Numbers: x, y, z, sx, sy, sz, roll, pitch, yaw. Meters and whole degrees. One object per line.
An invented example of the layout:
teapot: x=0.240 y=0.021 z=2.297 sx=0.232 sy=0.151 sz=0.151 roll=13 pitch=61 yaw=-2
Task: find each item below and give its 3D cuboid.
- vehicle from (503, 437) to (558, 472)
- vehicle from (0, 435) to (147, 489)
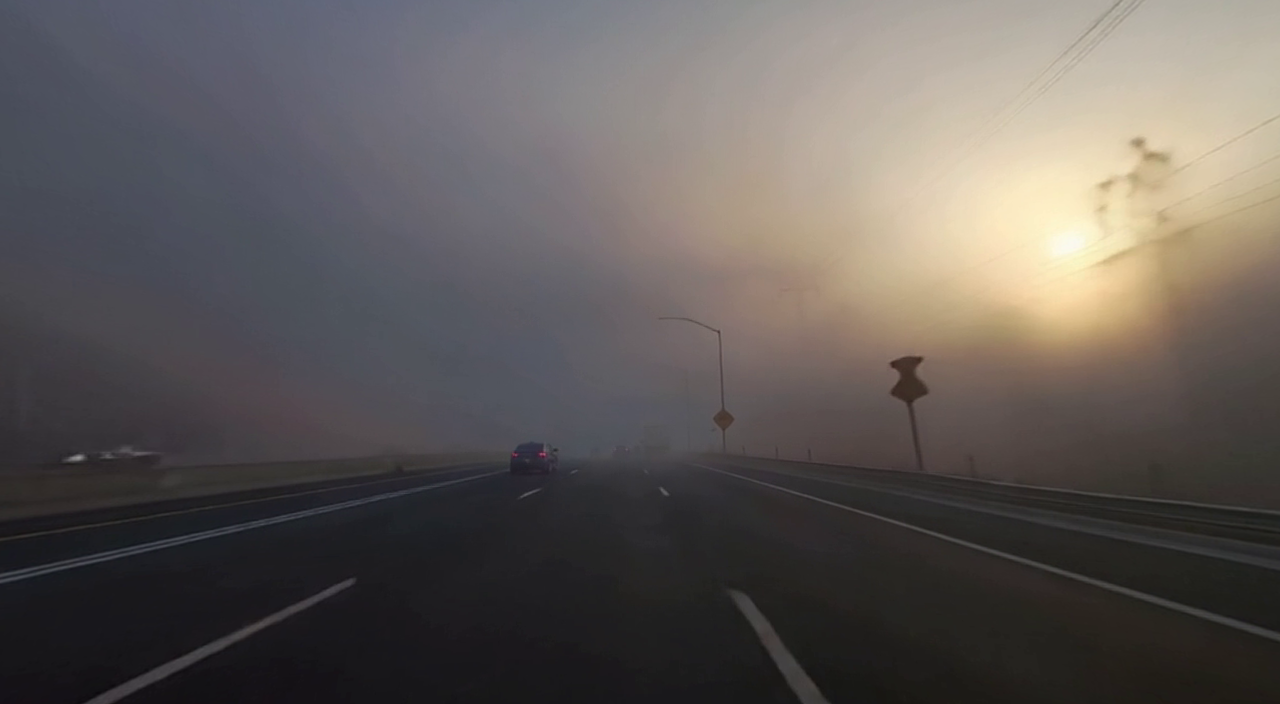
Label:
vehicle: x=-5.486 y=5.207 z=32.169 sx=2.064 sy=1.642 sz=4.389 roll=0 pitch=-8 yaw=0
vehicle: x=-20.318 y=3.800 z=22.200 sx=2.079 sy=1.662 sz=4.800 roll=0 pitch=-8 yaw=-1
